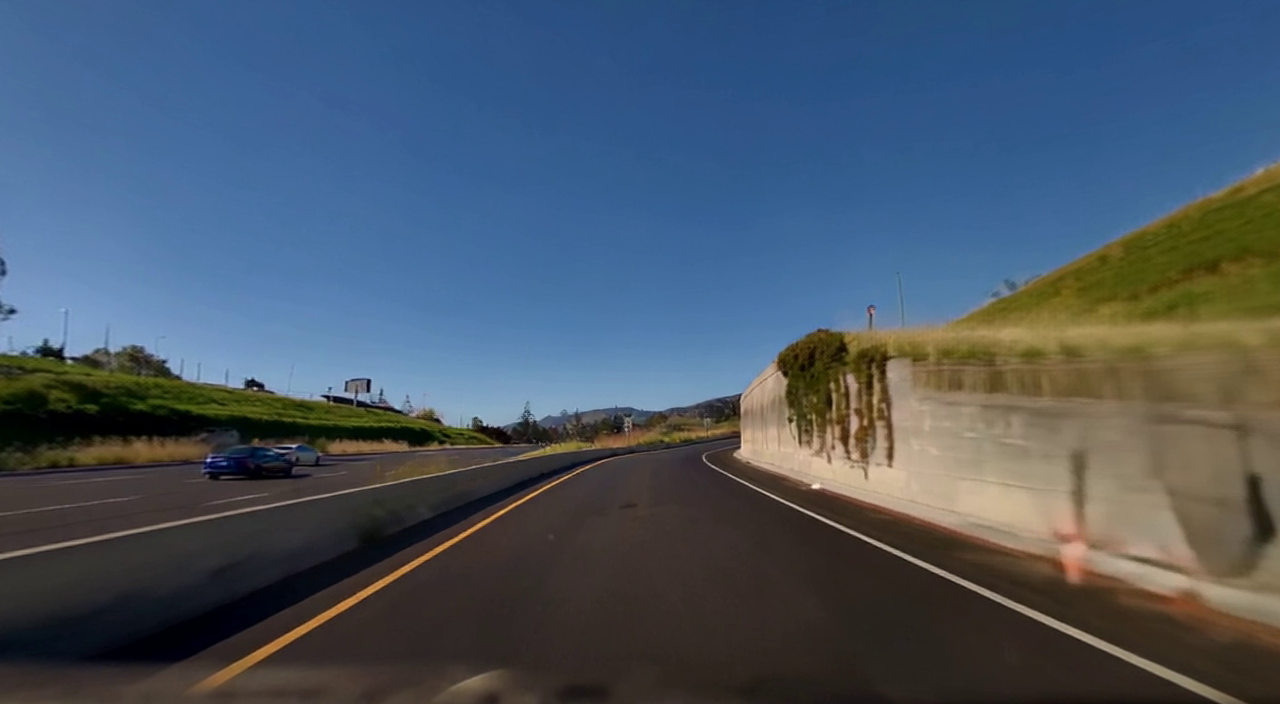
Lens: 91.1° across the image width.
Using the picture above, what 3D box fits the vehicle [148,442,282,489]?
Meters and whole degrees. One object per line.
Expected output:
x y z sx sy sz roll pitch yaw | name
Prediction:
-14.781 3.915 22.192 1.895 1.451 4.168 0 -8 -2 | vehicle
